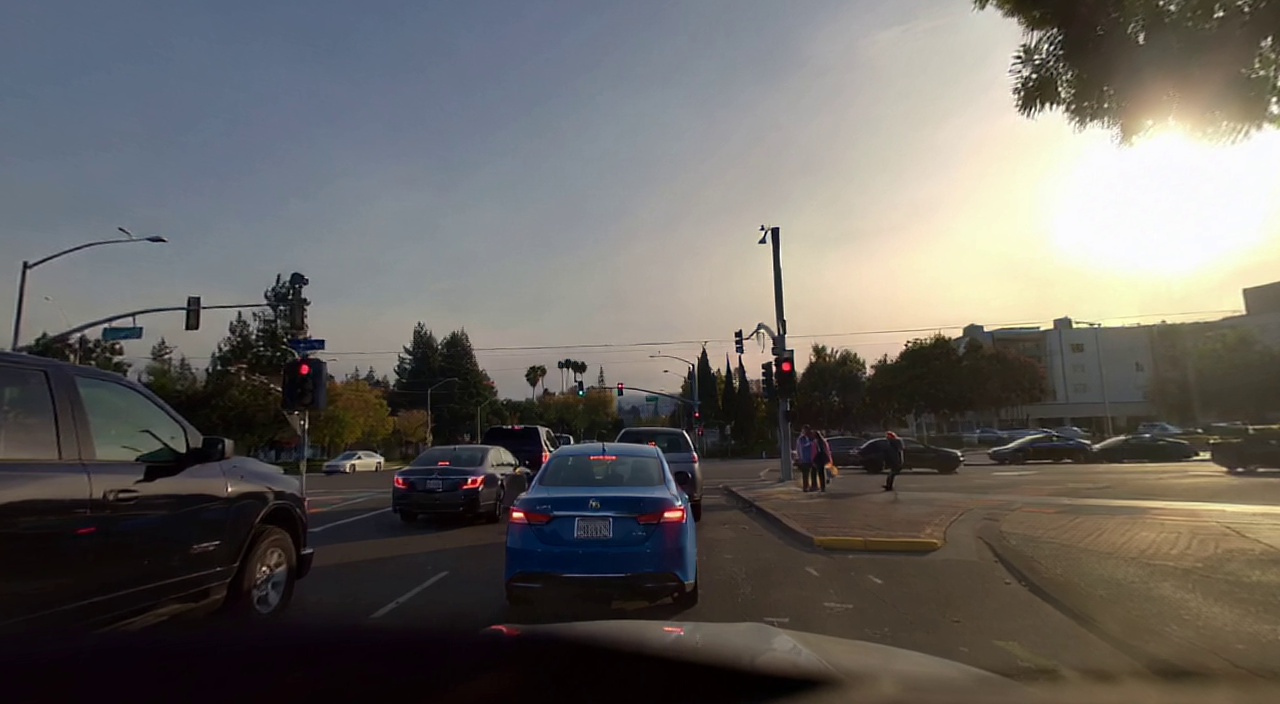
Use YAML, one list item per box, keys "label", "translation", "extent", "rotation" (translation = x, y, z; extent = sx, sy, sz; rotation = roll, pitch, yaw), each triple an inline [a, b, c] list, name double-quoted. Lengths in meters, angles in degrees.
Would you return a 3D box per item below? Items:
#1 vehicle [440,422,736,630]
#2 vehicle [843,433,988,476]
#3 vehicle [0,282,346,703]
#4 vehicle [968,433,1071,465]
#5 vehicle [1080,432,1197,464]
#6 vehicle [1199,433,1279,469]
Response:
- label: "vehicle"
  translation: [-0.367, 1.600, 6.869]
  extent: [2.144, 1.497, 4.446]
  rotation: [0, -9, 0]
- label: "vehicle"
  translation: [11.167, 4.216, 25.966]
  extent: [5.192, 1.620, 2.072]
  rotation: [-3, -9, 19]
- label: "vehicle"
  translation: [-3.690, 0.752, 2.850]
  extent: [2.202, 1.961, 4.980]
  rotation: [0, -9, 1]
- label: "vehicle"
  translation: [21.974, 5.644, 36.656]
  extent: [4.529, 1.786, 2.110]
  rotation: [0, -9, 2]
- label: "vehicle"
  translation: [28.931, 5.570, 36.718]
  extent: [4.967, 1.794, 2.044]
  rotation: [0, -9, 2]
- label: "vehicle"
  translation: [26.845, 4.183, 26.657]
  extent: [4.516, 1.469, 1.866]
  rotation: [0, -9, 1]
